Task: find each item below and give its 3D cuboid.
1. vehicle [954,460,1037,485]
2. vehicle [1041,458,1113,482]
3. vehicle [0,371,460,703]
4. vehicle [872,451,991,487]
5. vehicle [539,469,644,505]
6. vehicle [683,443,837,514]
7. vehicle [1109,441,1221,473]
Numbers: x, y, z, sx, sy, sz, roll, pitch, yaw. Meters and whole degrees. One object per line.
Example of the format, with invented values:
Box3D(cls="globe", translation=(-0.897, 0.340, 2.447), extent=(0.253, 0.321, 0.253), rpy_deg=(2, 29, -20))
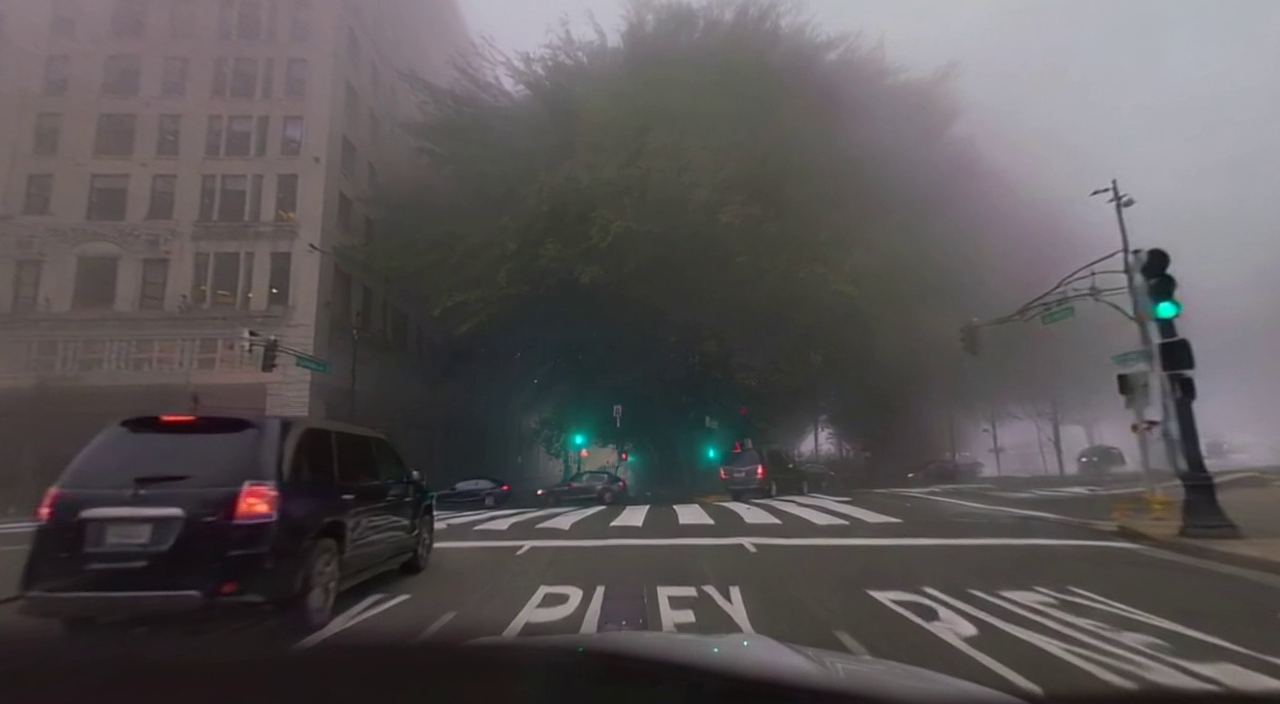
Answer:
Box3D(cls="vehicle", translation=(23.846, 8.101, 42.411), extent=(4.418, 1.556, 1.814), rpy_deg=(0, -9, 1))
Box3D(cls="vehicle", translation=(29.570, 8.000, 42.744), extent=(3.522, 1.546, 1.721), rpy_deg=(0, -9, -1))
Box3D(cls="vehicle", translation=(-3.497, 1.351, 5.745), extent=(2.316, 1.769, 4.871), rpy_deg=(0, -9, -1))
Box3D(cls="vehicle", translation=(14.027, 5.621, 30.529), extent=(4.749, 1.624, 1.926), rpy_deg=(0, -9, -1))
Box3D(cls="vehicle", translation=(-2.349, 6.546, 30.877), extent=(4.766, 1.502, 1.891), rpy_deg=(5, -10, -29))
Box3D(cls="vehicle", translation=(3.654, 3.556, 18.428), extent=(2.328, 1.746, 5.072), rpy_deg=(-7, -11, 37))
Box3D(cls="vehicle", translation=(28.165, 5.639, 33.914), extent=(4.291, 1.606, 1.859), rpy_deg=(0, -9, 0))
